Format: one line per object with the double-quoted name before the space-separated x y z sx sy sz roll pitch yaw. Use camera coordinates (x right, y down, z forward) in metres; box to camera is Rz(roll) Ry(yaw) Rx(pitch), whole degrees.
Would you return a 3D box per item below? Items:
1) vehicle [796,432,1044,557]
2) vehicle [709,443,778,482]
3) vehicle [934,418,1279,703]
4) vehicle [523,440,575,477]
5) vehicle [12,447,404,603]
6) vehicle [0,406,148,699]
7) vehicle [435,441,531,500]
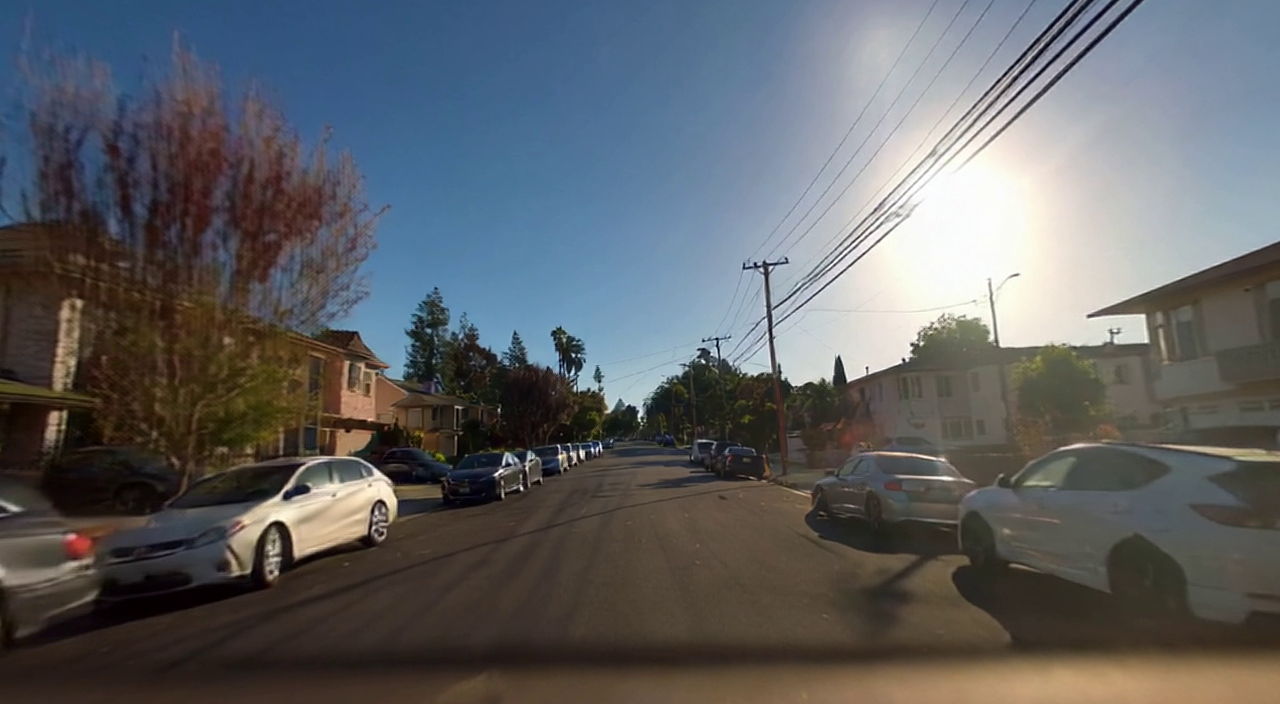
"vehicle" 4.233 2.264 10.658 2.057 1.511 4.858 2 -10 1
"vehicle" 4.360 4.721 27.390 2.174 1.504 4.809 0 -8 0
"vehicle" 4.451 1.444 5.347 1.864 1.592 4.221 0 -8 0
"vehicle" -5.162 6.126 36.787 2.184 1.958 5.757 0 -8 0
"vehicle" -5.156 2.069 8.599 2.109 1.501 4.522 0 -8 0
"vehicle" -5.083 1.024 2.472 2.360 1.772 4.907 0 -8 -1
"vehicle" -5.013 3.837 20.873 2.032 1.716 4.382 0 -8 0
